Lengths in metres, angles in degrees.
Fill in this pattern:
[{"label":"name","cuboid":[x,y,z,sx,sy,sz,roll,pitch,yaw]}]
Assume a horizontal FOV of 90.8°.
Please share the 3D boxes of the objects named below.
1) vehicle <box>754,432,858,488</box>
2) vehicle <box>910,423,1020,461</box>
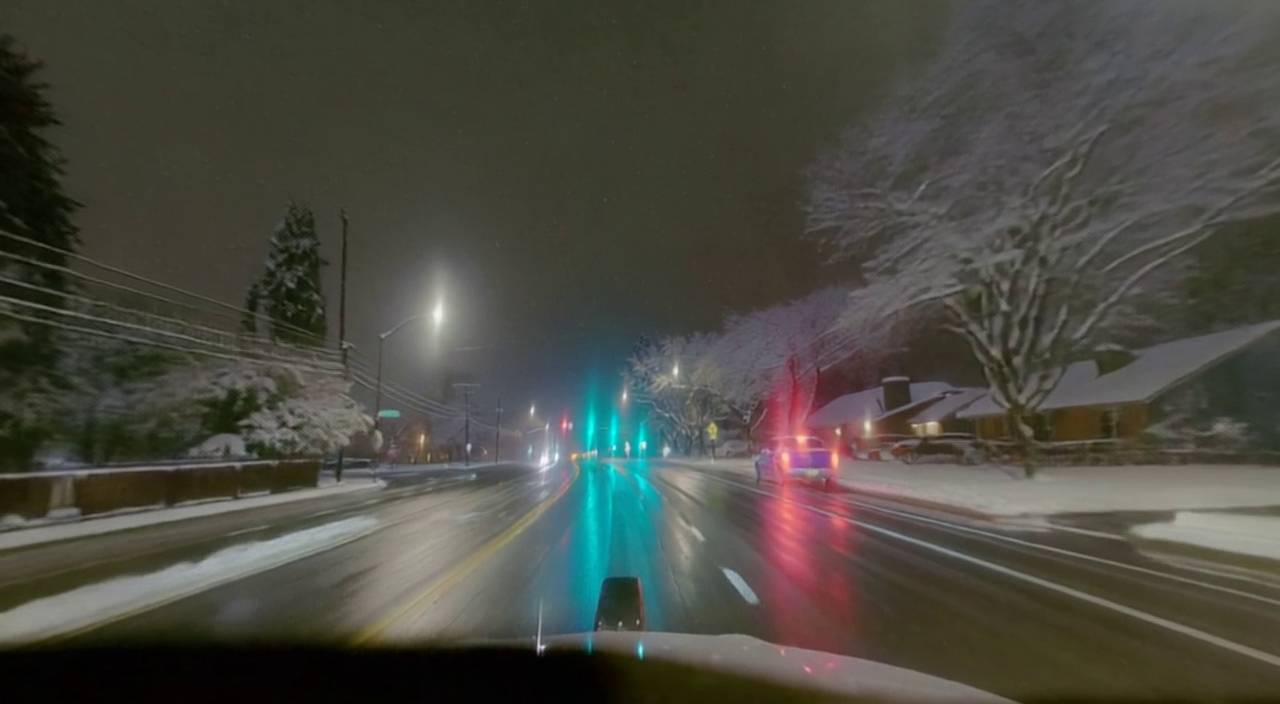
[{"label":"vehicle","cuboid":[6.134,4.069,24.280,2.285,1.868,5.575,0,-8,-2]},{"label":"vehicle","cuboid":[17.022,4.737,33.256,4.623,1.741,1.924,-2,-8,-2]}]
